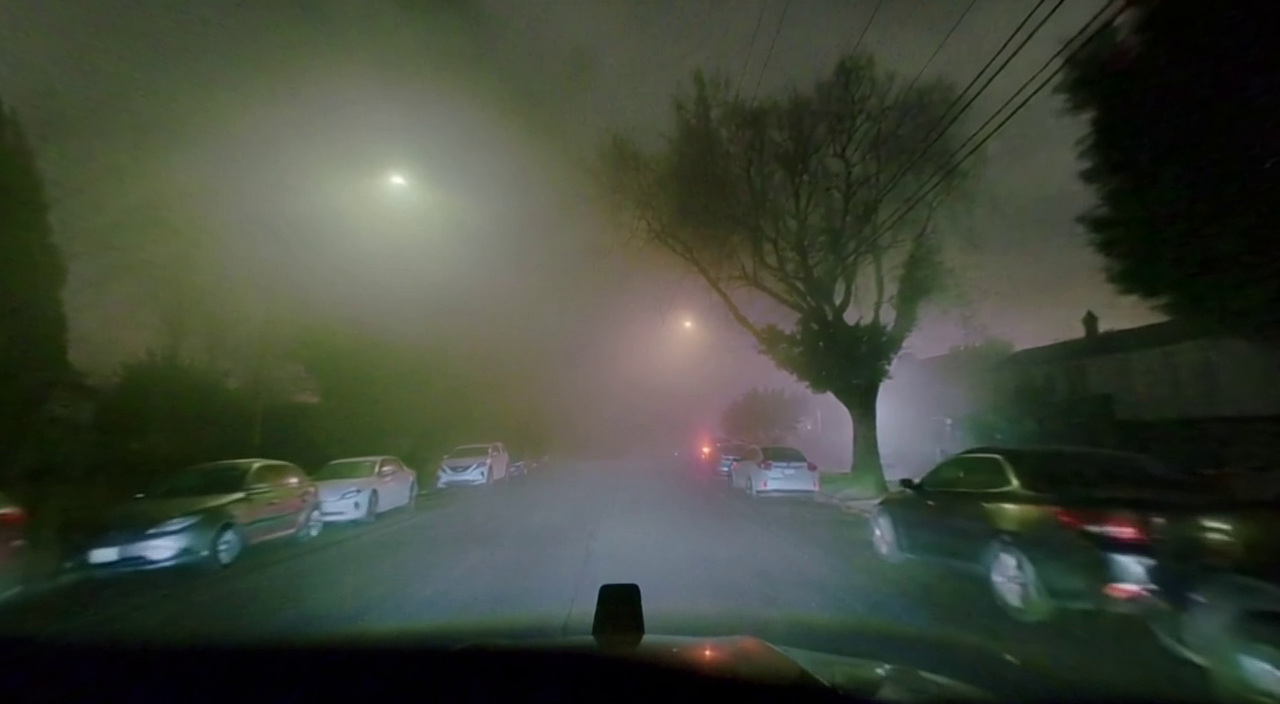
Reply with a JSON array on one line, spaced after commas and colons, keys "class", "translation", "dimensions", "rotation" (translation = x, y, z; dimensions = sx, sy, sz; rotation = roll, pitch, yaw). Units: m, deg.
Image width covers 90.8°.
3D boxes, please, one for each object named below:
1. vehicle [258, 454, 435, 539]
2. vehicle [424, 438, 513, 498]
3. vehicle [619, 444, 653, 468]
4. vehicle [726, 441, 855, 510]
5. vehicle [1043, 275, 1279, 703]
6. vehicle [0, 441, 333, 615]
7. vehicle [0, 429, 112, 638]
[{"class": "vehicle", "translation": [-6.070, 2.988, 13.733], "dimensions": [1.951, 1.327, 4.191], "rotation": [-2, -7, -1]}, {"class": "vehicle", "translation": [-6.204, 4.183, 23.483], "dimensions": [2.115, 1.820, 5.002], "rotation": [-3, -7, -3]}, {"class": "vehicle", "translation": [-0.298, 6.800, 41.481], "dimensions": [2.062, 1.509, 4.305], "rotation": [0, -9, -1]}, {"class": "vehicle", "translation": [3.630, 3.072, 16.270], "dimensions": [2.039, 1.480, 4.831], "rotation": [0, -9, -1]}, {"class": "vehicle", "translation": [3.639, 0.440, 0.603], "dimensions": [2.401, 1.958, 5.999], "rotation": [0, -8, -2]}, {"class": "vehicle", "translation": [-6.092, 2.071, 8.510], "dimensions": [1.879, 1.581, 4.486], "rotation": [-3, -7, -3]}, {"class": "vehicle", "translation": [-5.861, 1.259, 3.373], "dimensions": [1.925, 1.578, 4.906], "rotation": [-3, -7, 0]}]
